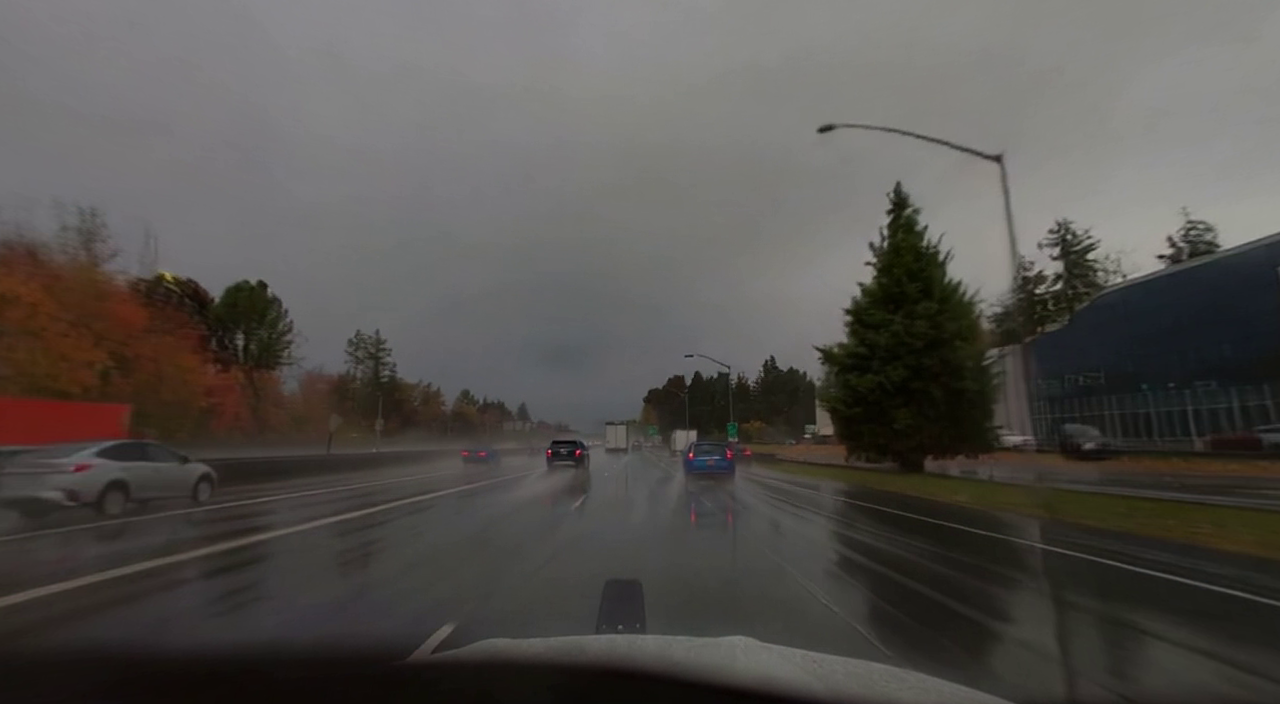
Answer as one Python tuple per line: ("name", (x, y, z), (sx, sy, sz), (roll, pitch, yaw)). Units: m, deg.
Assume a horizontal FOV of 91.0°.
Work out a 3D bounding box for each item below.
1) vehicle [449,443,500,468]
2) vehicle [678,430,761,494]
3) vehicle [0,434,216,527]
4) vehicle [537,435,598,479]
("vehicle", (-10.730, 6.756, 41.183), (2.006, 1.509, 4.634), (0, -9, 1))
("vehicle", (2.341, 3.426, 19.870), (2.101, 1.742, 4.495), (0, -9, 1))
("vehicle", (-10.985, 2.451, 12.617), (1.919, 1.509, 4.265), (0, -9, 1))
("vehicle", (-3.095, 4.614, 27.857), (2.111, 1.742, 4.315), (0, -9, 1))
